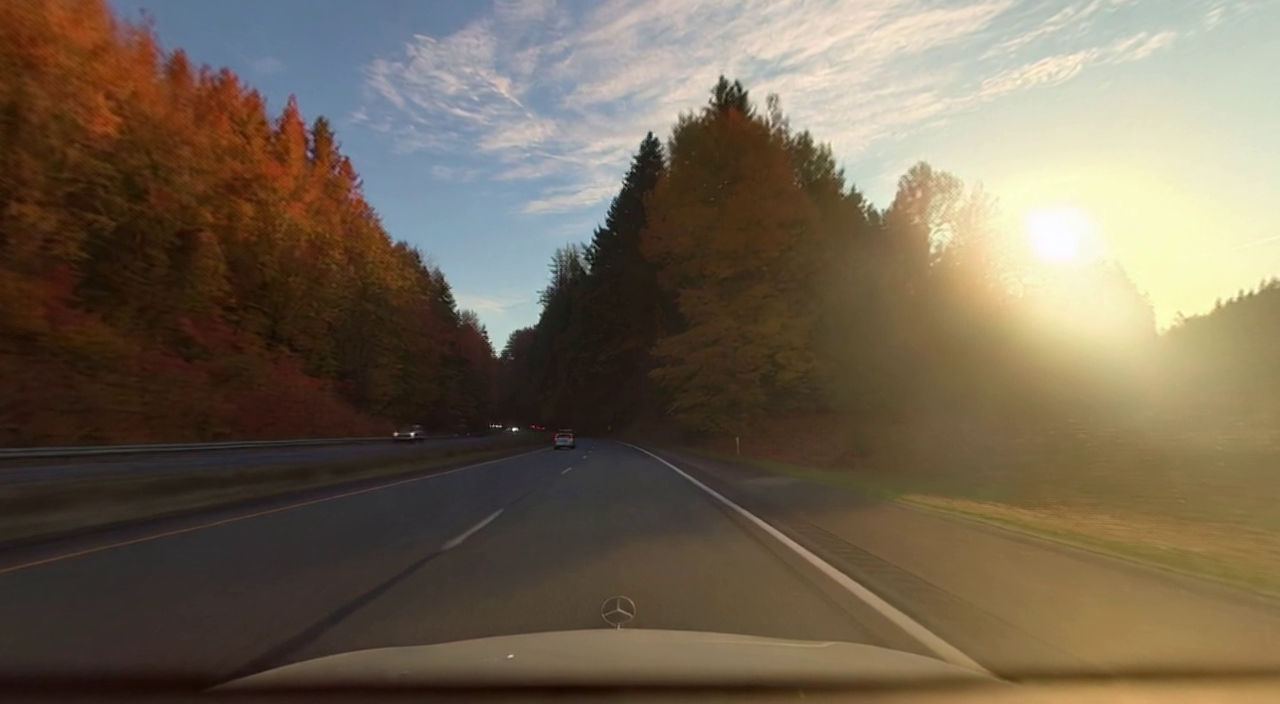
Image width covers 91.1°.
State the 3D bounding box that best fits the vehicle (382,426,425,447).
[{"bbox_3d":[-18.624,6.680,49.674,1.890,1.570,4.318,0,-8,-2],"label":"vehicle"}]
